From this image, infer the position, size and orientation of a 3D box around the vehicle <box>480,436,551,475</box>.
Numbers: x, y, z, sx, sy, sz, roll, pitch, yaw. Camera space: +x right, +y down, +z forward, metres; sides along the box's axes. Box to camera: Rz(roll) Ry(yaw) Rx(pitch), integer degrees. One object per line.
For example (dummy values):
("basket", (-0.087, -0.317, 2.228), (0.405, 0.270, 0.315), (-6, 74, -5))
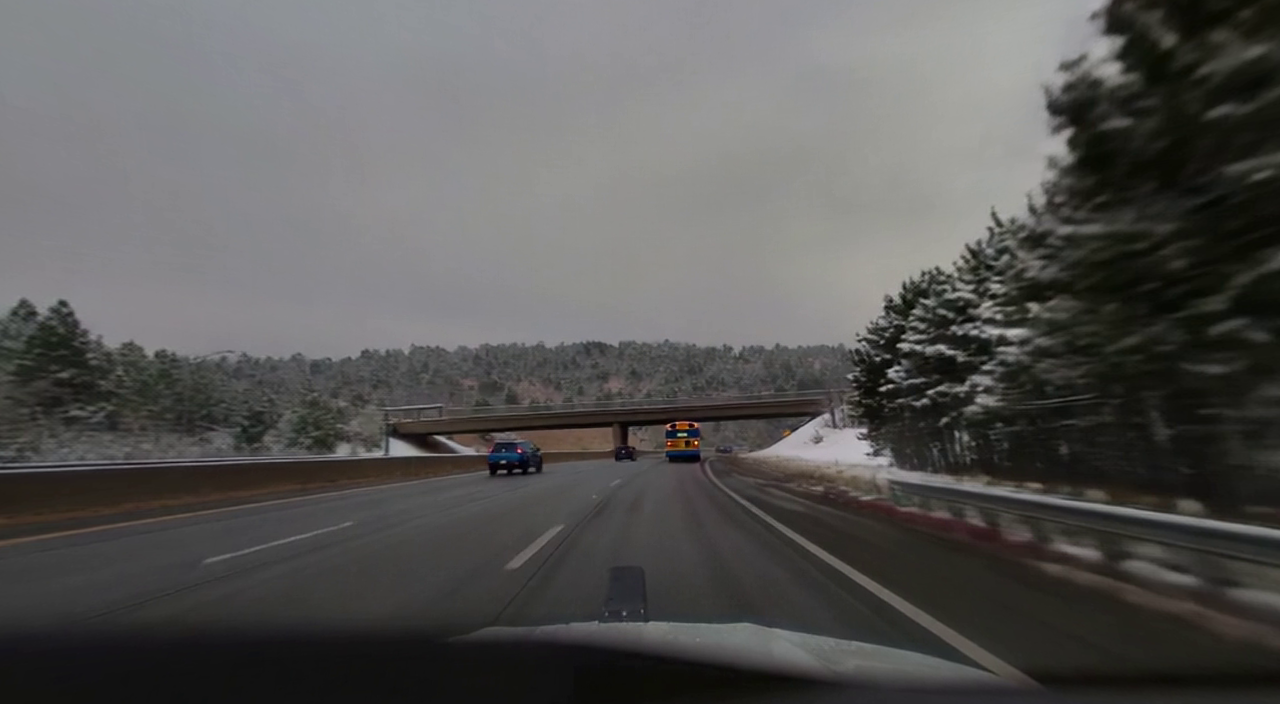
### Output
("vehicle", (-5.847, 4.924, 30.232), (2.172, 1.689, 4.625), (-1, -8, 4))

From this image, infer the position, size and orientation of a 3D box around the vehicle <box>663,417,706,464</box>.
("vehicle", (3.579, 6.942, 49.360), (2.945, 3.295, 10.406), (-1, -8, 5))
